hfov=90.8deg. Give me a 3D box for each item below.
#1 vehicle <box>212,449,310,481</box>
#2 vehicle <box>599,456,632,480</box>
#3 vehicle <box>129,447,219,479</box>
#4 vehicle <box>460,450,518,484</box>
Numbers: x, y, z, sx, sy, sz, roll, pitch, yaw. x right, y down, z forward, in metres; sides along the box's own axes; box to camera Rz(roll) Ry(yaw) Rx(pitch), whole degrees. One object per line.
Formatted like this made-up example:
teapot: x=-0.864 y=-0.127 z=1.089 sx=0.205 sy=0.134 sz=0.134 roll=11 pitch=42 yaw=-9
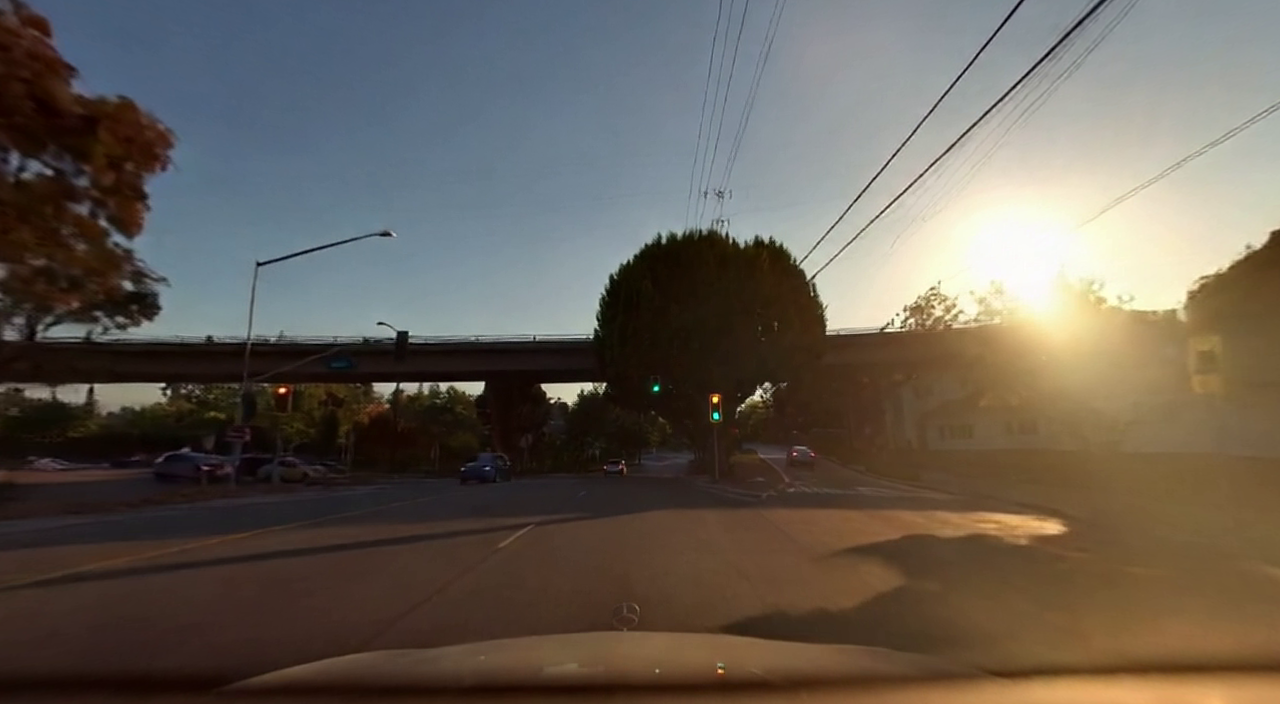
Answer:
vehicle: x=-20.162 y=6.034 z=33.791 sx=3.877 sy=1.623 sz=2.049 roll=1 pitch=-9 yaw=-6
vehicle: x=-1.735 y=8.432 z=46.150 sx=1.997 sy=1.542 sz=4.202 roll=-1 pitch=-9 yaw=4
vehicle: x=-27.954 y=6.616 z=37.887 sx=4.598 sy=1.765 sz=1.955 roll=-3 pitch=-9 yaw=20
vehicle: x=-7.893 y=6.018 z=33.403 sx=1.886 sy=1.654 sz=4.037 roll=0 pitch=-9 yaw=2
